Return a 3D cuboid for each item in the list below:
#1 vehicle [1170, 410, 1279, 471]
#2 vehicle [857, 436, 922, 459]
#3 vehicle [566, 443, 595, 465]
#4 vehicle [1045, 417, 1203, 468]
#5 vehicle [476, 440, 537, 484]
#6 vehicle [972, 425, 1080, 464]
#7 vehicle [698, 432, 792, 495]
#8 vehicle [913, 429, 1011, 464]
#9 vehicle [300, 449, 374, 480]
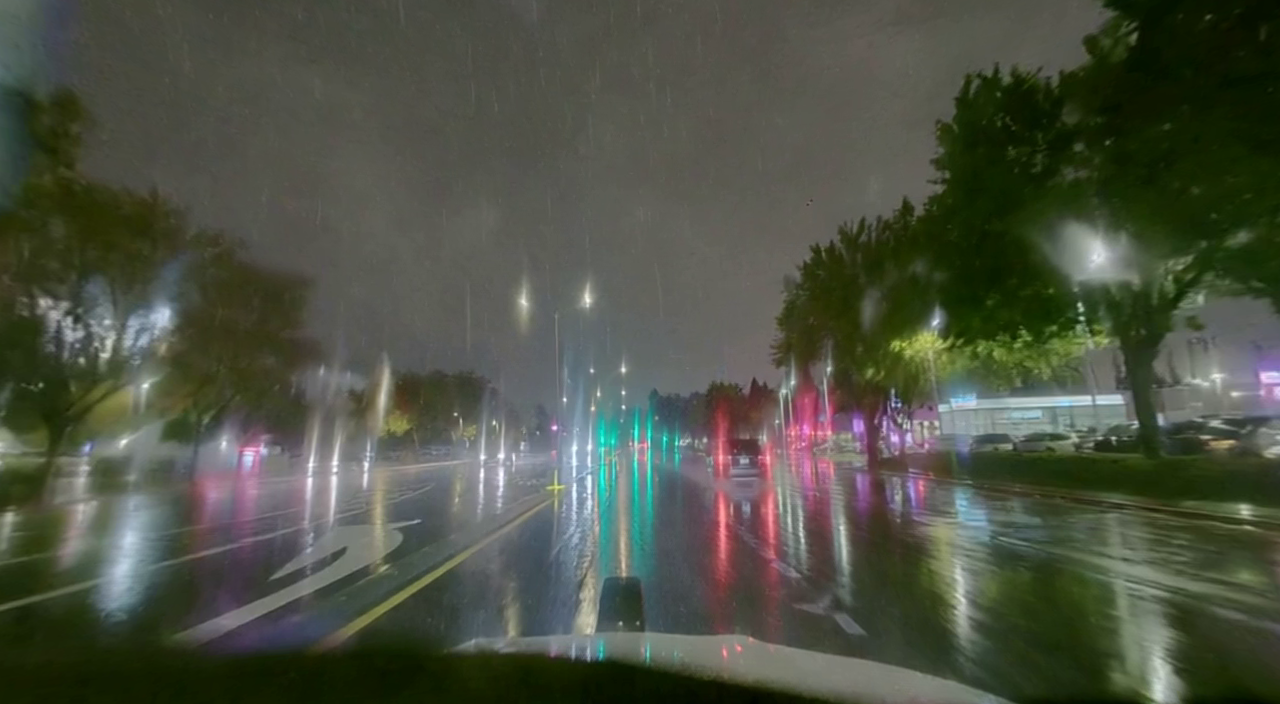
[{"bbox_3d":[17.926,2.451,17.632,1.950,1.594,4.625,-1,-9,-5],"label":"vehicle"},{"bbox_3d":[18.707,7.147,47.367,4.524,1.653,2.109,5,-10,-30],"label":"vehicle"},{"bbox_3d":[-4.401,7.477,46.240,1.905,1.471,4.302,-1,-9,-8],"label":"vehicle"},{"bbox_3d":[17.391,3.322,23.096,1.889,1.656,4.693,0,-8,-2],"label":"vehicle"},{"bbox_3d":[-5.370,4.285,24.955,2.053,1.555,4.296,2,-9,-15],"label":"vehicle"},{"bbox_3d":[17.210,4.192,28.517,1.779,1.505,4.847,-2,-9,0],"label":"vehicle"},{"bbox_3d":[3.051,3.349,19.323,1.963,1.677,4.229,0,-8,-2],"label":"vehicle"},{"bbox_3d":[16.967,5.043,33.671,2.280,1.699,5.098,0,-8,-4],"label":"vehicle"},{"bbox_3d":[-17.058,6.344,35.845,1.947,1.504,4.672,-3,-8,0],"label":"vehicle"}]
